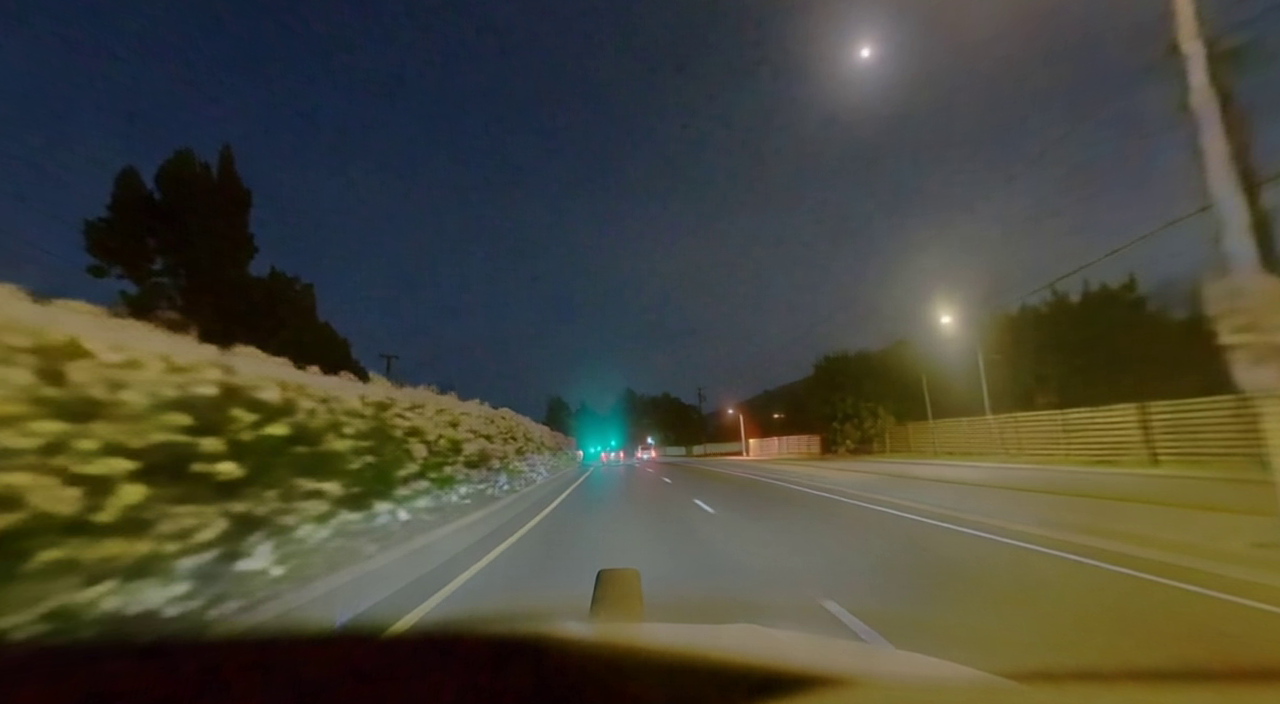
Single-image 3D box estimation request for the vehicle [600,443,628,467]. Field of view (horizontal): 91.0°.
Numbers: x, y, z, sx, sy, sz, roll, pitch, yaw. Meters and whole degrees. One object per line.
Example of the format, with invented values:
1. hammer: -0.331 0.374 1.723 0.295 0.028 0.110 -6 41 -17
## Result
1. vehicle: -1.935 7.520 46.200 2.005 1.633 4.044 0 -9 -3
